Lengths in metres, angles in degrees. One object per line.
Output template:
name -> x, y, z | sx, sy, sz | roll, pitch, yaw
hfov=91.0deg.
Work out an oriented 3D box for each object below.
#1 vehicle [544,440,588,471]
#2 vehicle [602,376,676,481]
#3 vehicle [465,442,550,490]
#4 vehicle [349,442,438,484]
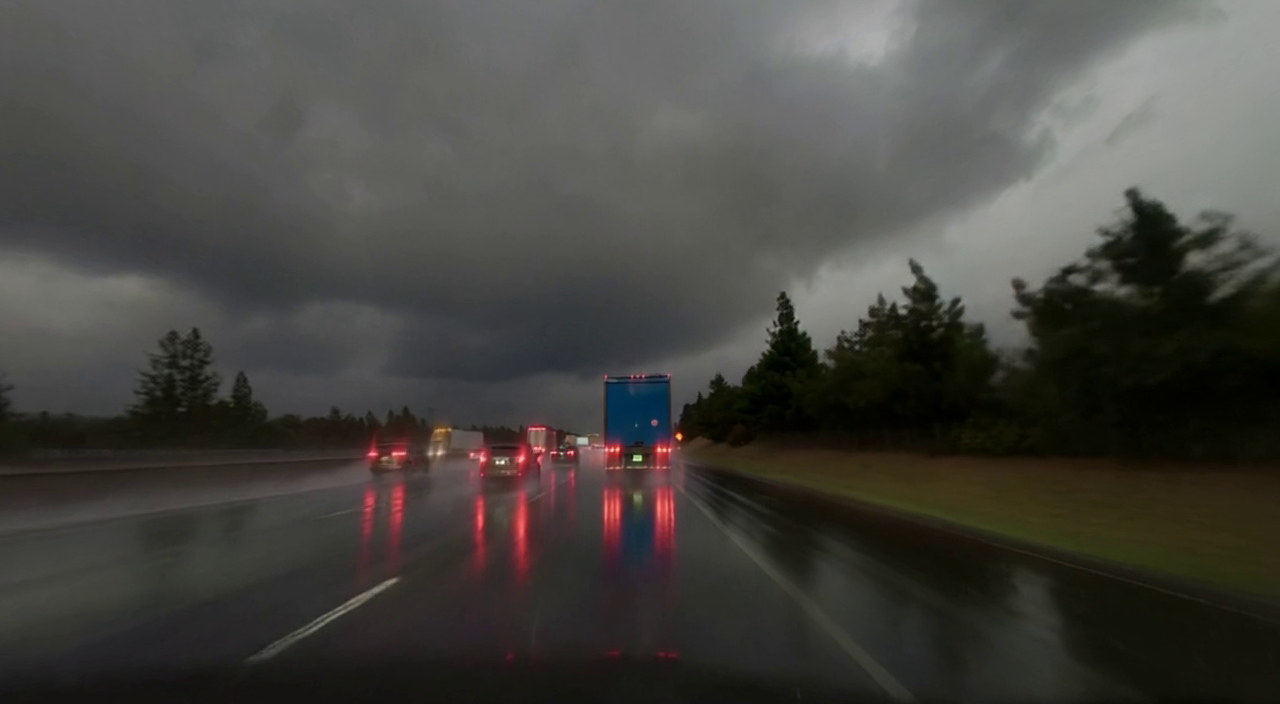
vehicle -> -4.368, 6.182, 37.830 | 2.158, 1.680, 4.087 | 0, -8, 0
vehicle -> -0.265, 3.782, 30.270 | 2.913, 4.113, 10.724 | 0, -8, -2
vehicle -> -4.686, 4.077, 22.900 | 2.164, 1.582, 3.979 | 0, -8, 0
vehicle -> -10.058, 4.521, 26.056 | 1.952, 1.590, 4.090 | -1, -8, 1
